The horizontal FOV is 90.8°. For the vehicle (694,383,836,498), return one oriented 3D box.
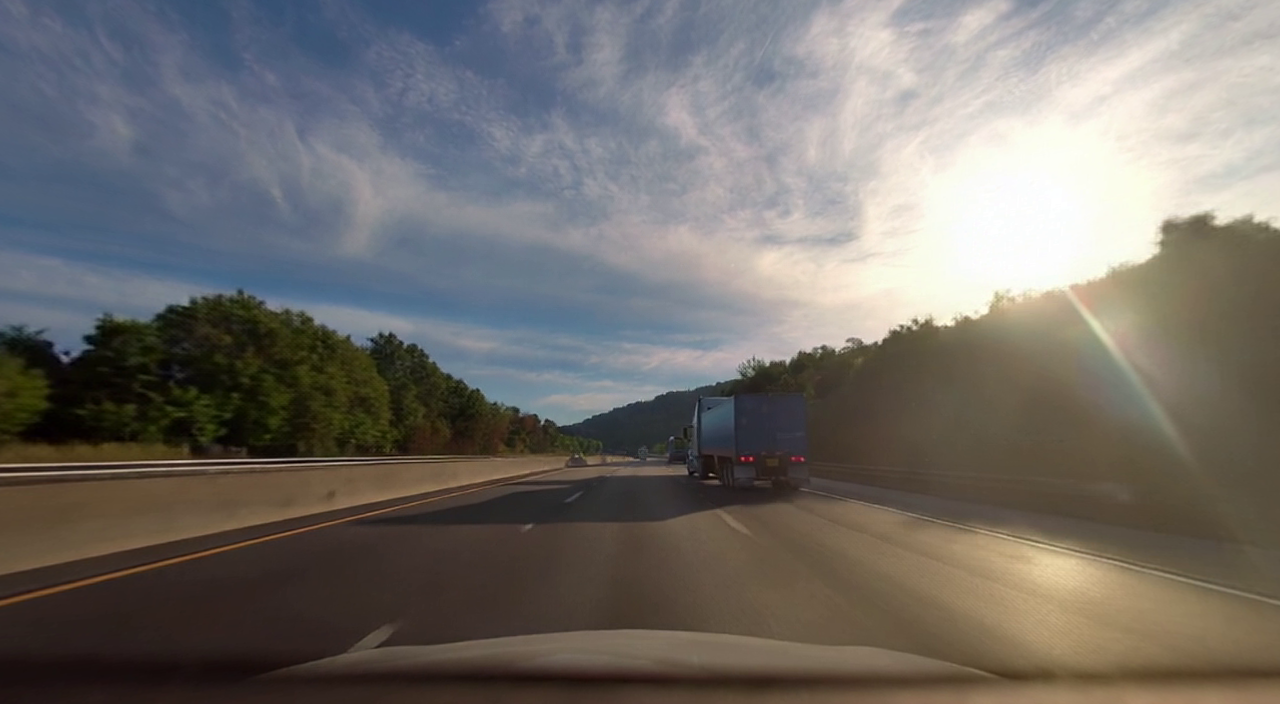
[{"bbox_3d":[4.340,3.744,25.953,2.868,3.427,14.032,0,-9,-1],"label":"vehicle"}]
